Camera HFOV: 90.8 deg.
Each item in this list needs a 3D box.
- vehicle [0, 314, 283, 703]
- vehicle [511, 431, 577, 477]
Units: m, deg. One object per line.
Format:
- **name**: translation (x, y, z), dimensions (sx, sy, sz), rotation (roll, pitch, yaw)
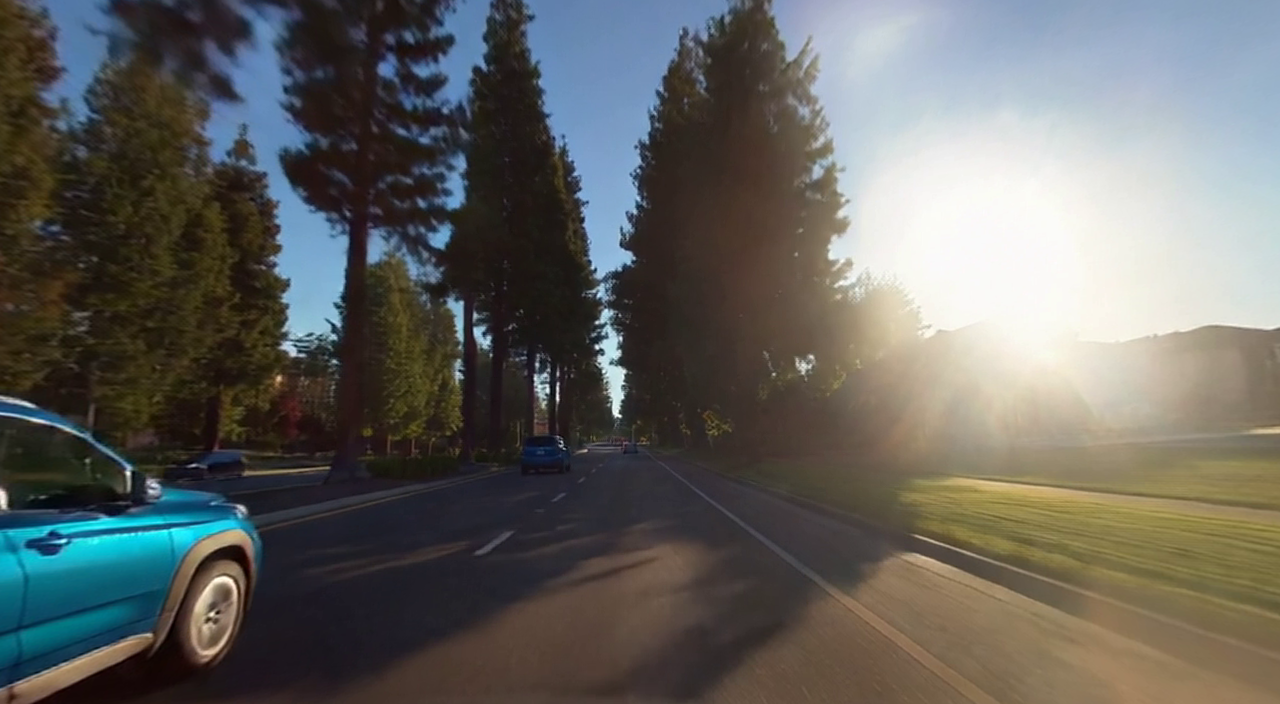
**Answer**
- **vehicle**: translation (-3.424, 0.680, 1.953), dimensions (2.152, 1.731, 4.335), rotation (0, -8, -1)
- **vehicle**: translation (-3.859, 4.169, 26.162), dimensions (2.078, 1.748, 4.279), rotation (0, -8, 0)
